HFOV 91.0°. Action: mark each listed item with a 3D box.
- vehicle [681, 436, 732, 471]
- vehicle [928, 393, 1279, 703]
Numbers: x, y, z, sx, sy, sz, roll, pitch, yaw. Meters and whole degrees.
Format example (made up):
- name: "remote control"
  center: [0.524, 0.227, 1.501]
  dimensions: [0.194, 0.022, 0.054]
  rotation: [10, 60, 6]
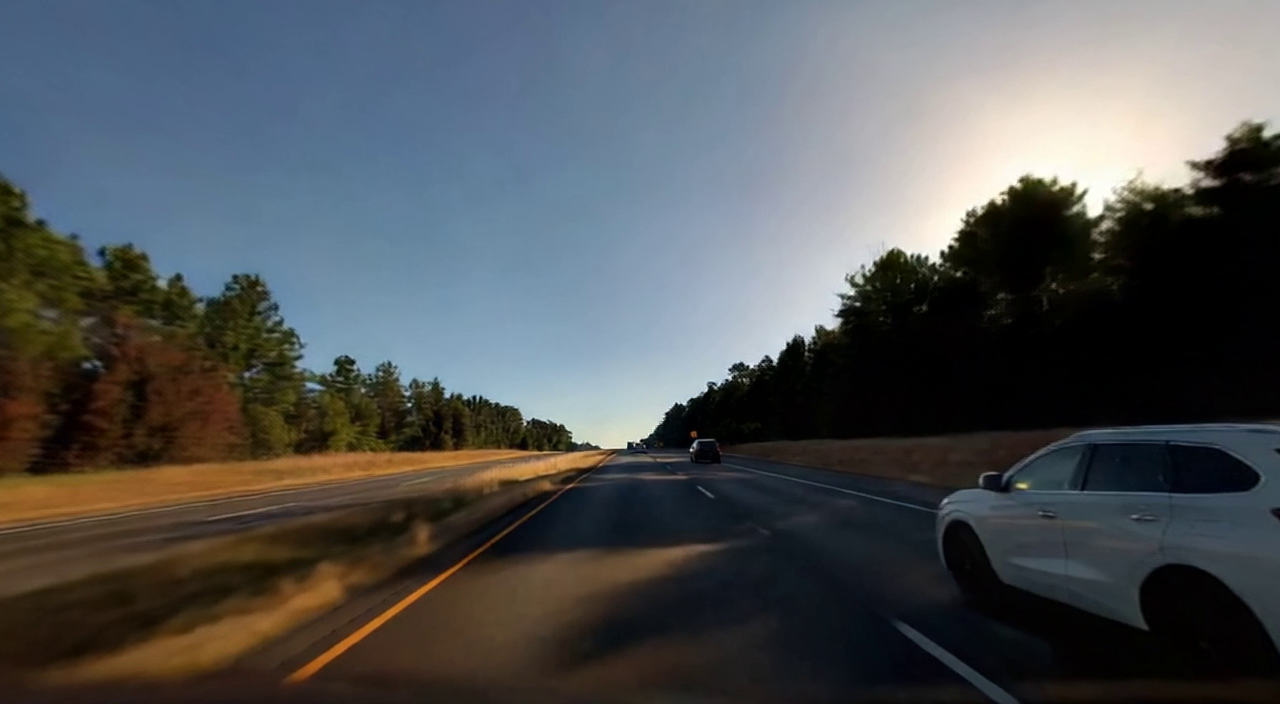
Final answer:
- name: "vehicle"
  center: [3.364, 5.215, 32.699]
  dimensions: [2.043, 1.673, 4.016]
  rotation: [0, -8, -2]
- name: "vehicle"
  center: [3.848, 1.091, 3.936]
  dimensions: [1.999, 1.501, 4.221]
  rotation: [0, -8, -1]
